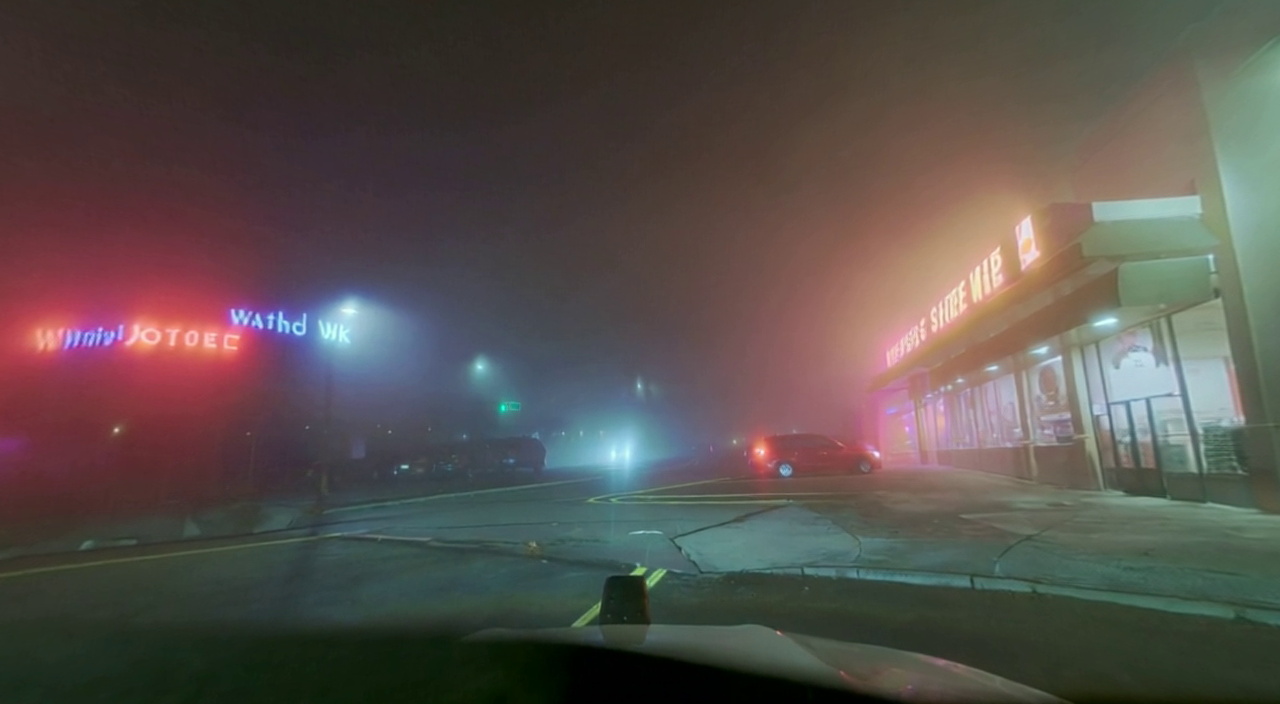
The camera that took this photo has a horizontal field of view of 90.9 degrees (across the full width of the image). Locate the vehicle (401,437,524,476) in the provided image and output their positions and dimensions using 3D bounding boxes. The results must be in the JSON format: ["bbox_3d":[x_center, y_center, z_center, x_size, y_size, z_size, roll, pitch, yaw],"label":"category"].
[{"bbox_3d":[-7.768,4.601,27.761,4.814,1.618,1.869,-2,-9,11],"label":"vehicle"}]

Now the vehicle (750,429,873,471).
[{"bbox_3d":[7.290,4.168,26.834,4.706,1.663,1.993,-4,-9,25],"label":"vehicle"}]
